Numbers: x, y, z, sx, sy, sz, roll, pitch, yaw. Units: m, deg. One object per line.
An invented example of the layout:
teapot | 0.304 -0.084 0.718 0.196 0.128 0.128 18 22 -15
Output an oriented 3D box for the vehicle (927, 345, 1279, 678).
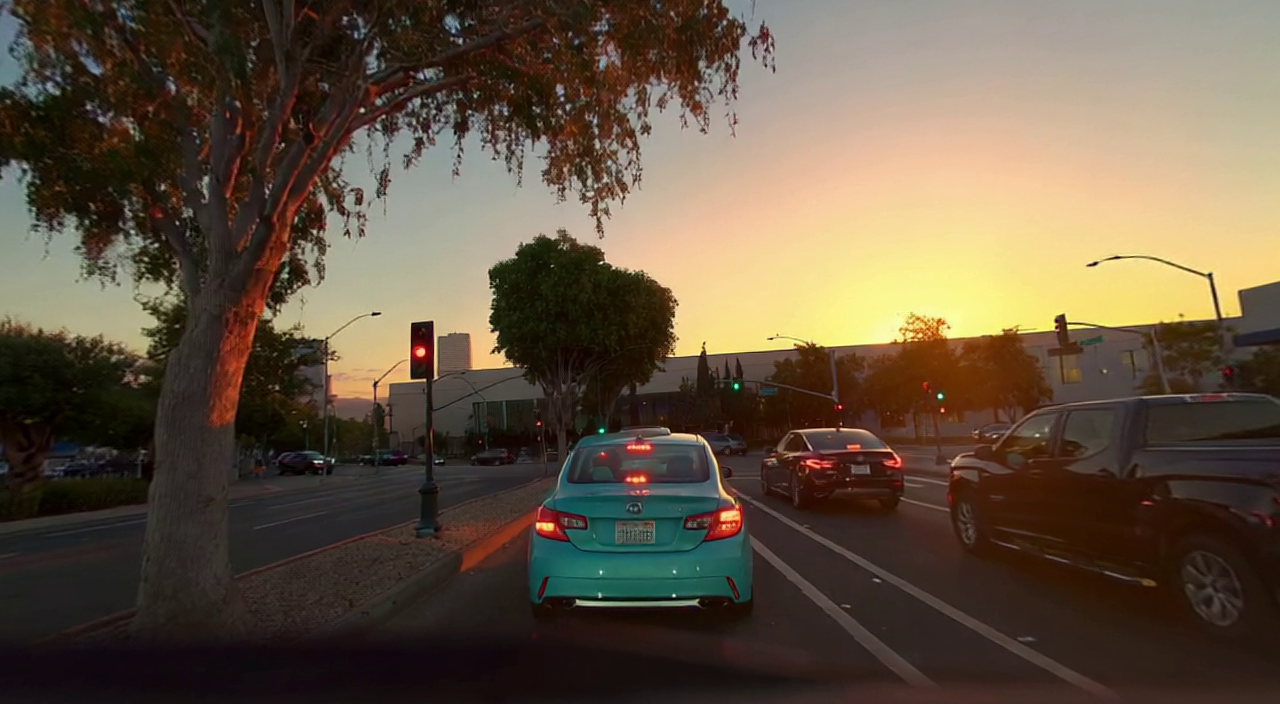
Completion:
vehicle | 4.516 1.134 5.278 2.019 1.803 4.634 0 -8 0

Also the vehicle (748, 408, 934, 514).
vehicle | 4.201 2.426 14.544 2.319 1.930 5.651 0 -8 -1

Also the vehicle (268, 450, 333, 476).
vehicle | -24.067 7.842 44.865 1.798 1.706 4.385 -1 -8 6

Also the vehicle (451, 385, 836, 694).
vehicle | -0.016 1.315 5.533 2.116 1.677 3.948 0 -8 -1
